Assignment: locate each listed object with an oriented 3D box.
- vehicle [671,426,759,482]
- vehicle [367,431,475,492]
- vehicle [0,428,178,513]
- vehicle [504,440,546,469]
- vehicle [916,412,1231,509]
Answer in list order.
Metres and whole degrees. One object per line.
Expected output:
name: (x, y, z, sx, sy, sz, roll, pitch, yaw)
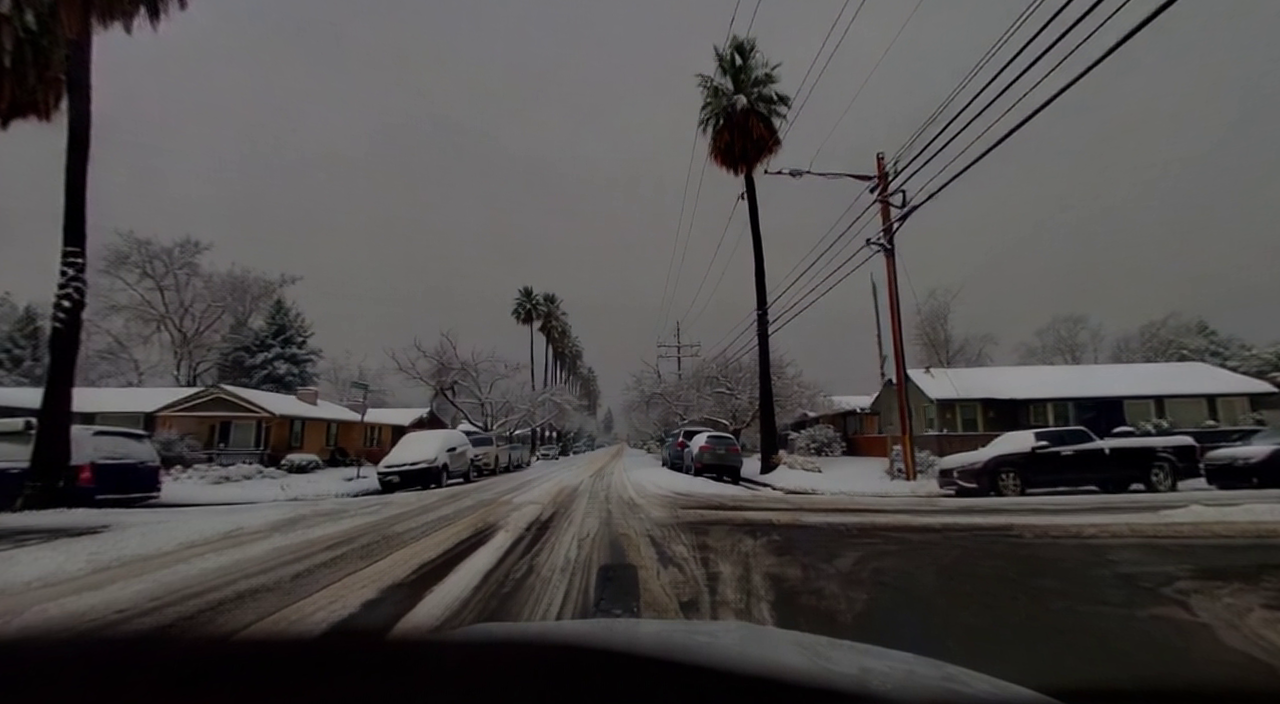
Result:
vehicle: (2.698, 3.903, 24.439, 2.505, 1.895, 5.805, 0, -9, -2)
vehicle: (-6.958, 3.524, 20.663, 2.198, 1.724, 4.493, 1, -9, -5)
vehicle: (-14.776, 2.812, 14.874, 5.847, 1.766, 2.392, -2, -9, -2)
vehicle: (-7.922, 7.124, 43.959, 2.178, 1.865, 4.658, 0, -9, -2)
vehicle: (10.310, 2.604, 15.428, 5.971, 1.967, 2.385, -1, -9, -4)
